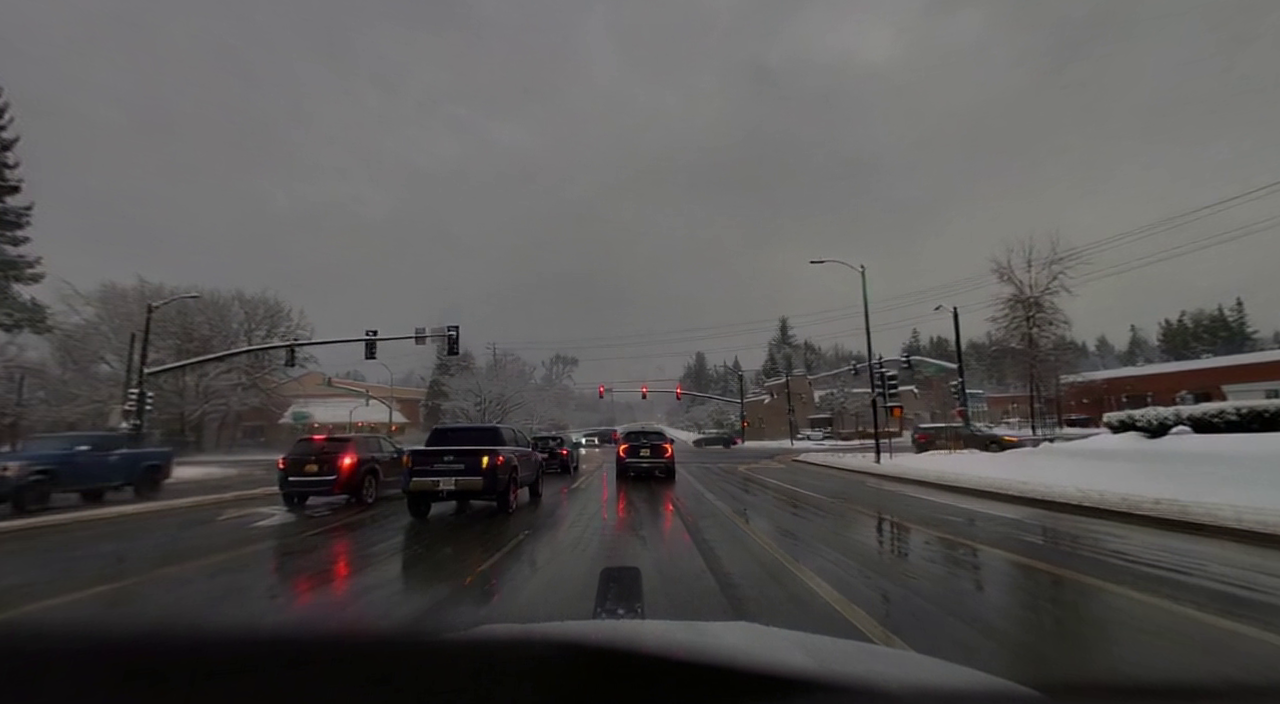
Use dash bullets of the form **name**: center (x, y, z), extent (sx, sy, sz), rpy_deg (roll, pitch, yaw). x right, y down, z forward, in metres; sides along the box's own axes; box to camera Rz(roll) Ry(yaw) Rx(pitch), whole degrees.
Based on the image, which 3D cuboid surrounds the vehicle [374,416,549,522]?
- **vehicle**: center (-3.245, 2.243, 12.555), extent (2.096, 1.718, 4.266), rpy_deg (0, -9, 2)

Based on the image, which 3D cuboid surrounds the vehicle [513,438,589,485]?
- **vehicle**: center (-2.881, 3.659, 21.414), extent (1.881, 1.424, 4.098), rpy_deg (0, -9, 1)

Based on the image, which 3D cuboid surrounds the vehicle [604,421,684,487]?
- **vehicle**: center (0.126, 3.221, 20.154), extent (2.224, 1.819, 5.005), rpy_deg (0, -8, 1)

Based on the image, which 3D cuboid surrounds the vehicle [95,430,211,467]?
- **vehicle**: center (-37.578, 7.462, 48.888), extent (6.971, 2.685, 2.340), rpy_deg (0, -9, 1)

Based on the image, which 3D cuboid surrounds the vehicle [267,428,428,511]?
- **vehicle**: center (-6.361, 2.578, 14.259), extent (1.790, 1.605, 3.696), rpy_deg (0, -9, 1)

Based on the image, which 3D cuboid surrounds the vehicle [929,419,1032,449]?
- **vehicle**: center (23.718, 5.775, 44.221), extent (5.782, 1.950, 2.225), rpy_deg (-1, -9, 8)

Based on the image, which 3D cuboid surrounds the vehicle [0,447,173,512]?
- **vehicle**: center (-17.424, 3.686, 19.017), extent (2.299, 1.616, 5.765), rpy_deg (0, -9, 0)
